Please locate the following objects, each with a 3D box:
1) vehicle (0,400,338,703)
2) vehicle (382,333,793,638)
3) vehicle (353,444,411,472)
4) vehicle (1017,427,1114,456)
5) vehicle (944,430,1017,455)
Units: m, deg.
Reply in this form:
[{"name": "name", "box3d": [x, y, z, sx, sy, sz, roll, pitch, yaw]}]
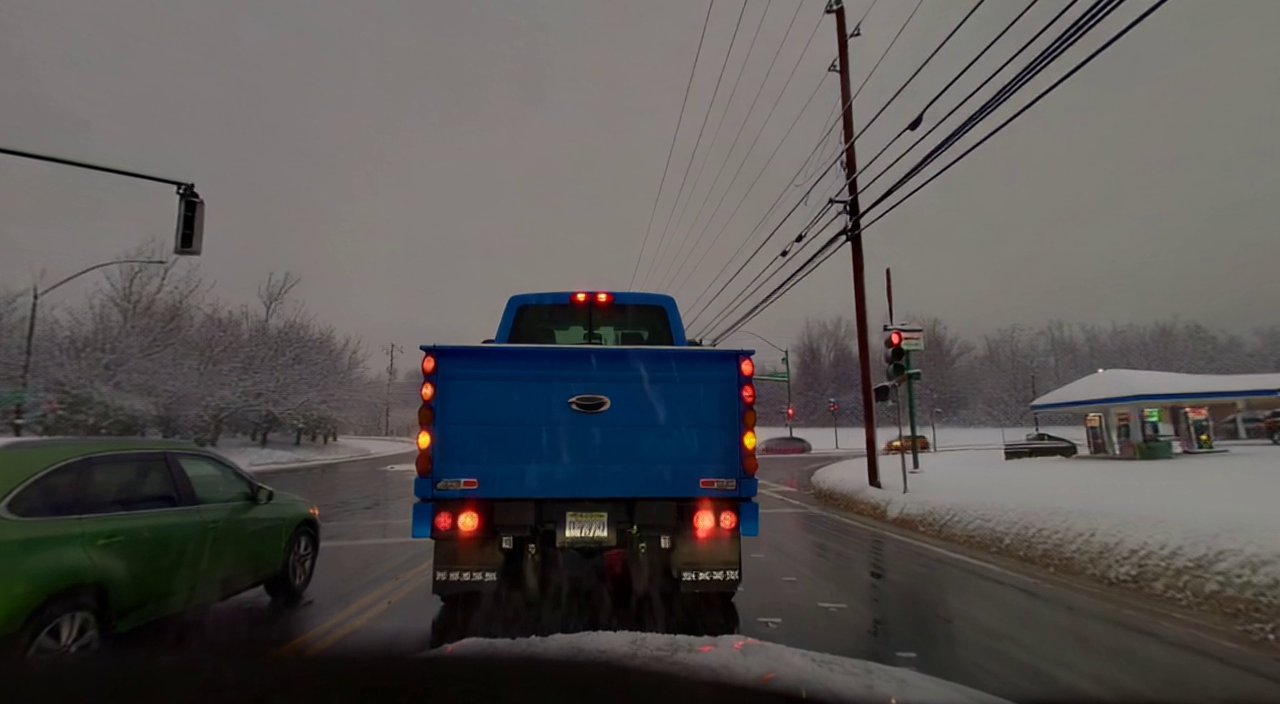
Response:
[{"name": "vehicle", "box3d": [-3.957, 1.191, 3.985, 2.017, 1.555, 4.150, -1, -9, 0]}, {"name": "vehicle", "box3d": [-0.418, 1.326, 7.211, 2.859, 2.144, 5.406, 0, -9, -1]}, {"name": "vehicle", "box3d": [-17.099, 7.024, 41.922, 2.133, 1.690, 4.331, 0, -9, -3]}, {"name": "vehicle", "box3d": [25.582, 5.405, 37.919, 4.419, 1.496, 1.854, -2, -9, 1]}, {"name": "vehicle", "box3d": [25.450, 6.772, 47.035, 5.021, 1.757, 2.012, 4, -9, -23]}]
